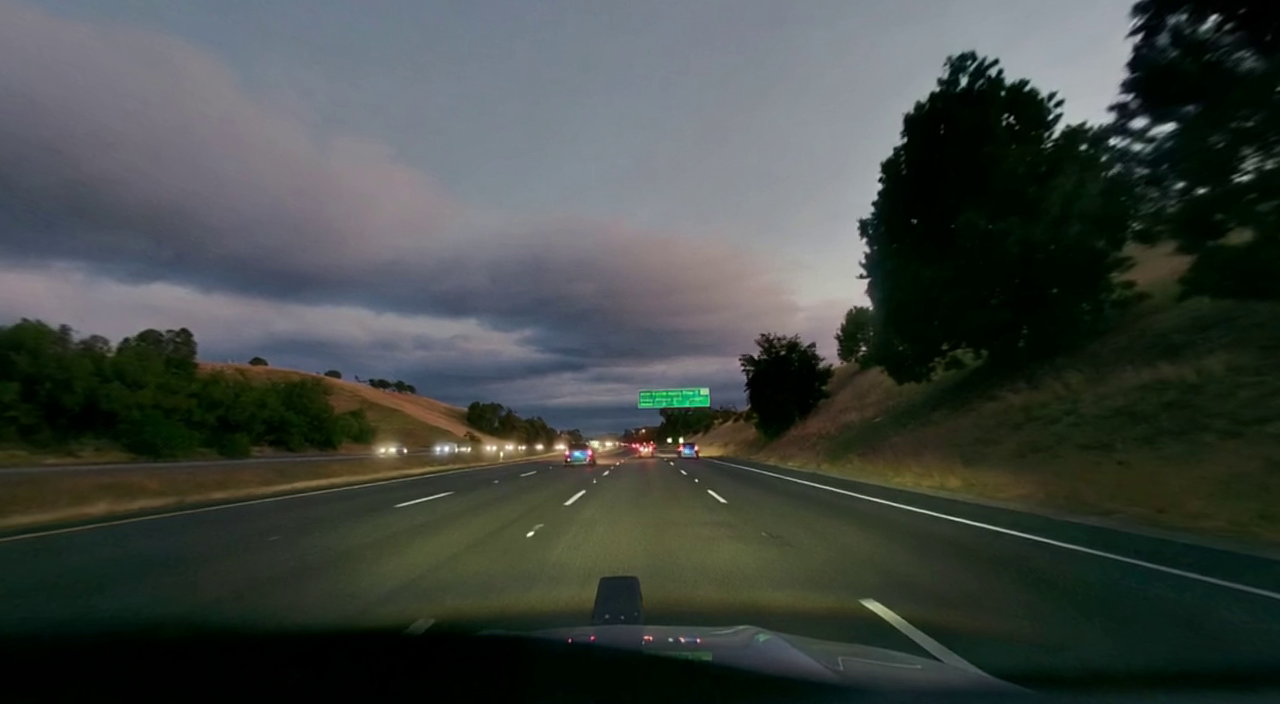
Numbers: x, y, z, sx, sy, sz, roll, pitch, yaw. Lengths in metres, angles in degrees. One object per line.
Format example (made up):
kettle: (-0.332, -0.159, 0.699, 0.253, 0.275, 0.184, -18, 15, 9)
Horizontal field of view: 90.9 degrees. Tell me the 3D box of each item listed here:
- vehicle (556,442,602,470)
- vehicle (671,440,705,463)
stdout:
vehicle: (-3.537, 6.103, 37.337, 2.159, 1.562, 4.441, 0, -8, 1)
vehicle: (3.591, 7.557, 48.066, 2.168, 1.681, 4.279, 0, -8, 0)
